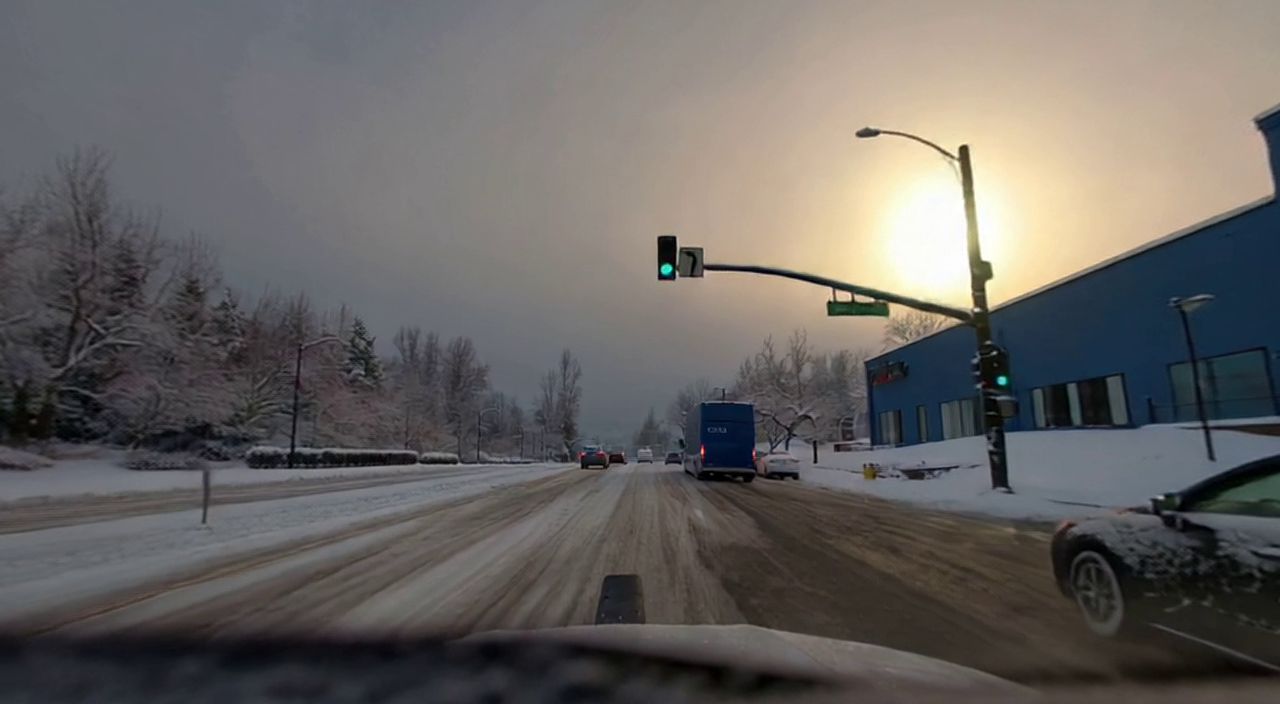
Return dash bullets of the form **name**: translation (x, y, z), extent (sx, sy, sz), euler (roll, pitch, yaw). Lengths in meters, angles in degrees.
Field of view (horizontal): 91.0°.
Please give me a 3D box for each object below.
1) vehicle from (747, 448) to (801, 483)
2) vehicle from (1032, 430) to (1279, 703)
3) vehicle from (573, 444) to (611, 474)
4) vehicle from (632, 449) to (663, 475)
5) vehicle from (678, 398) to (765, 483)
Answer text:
- **vehicle**: translation (6.980, 6.062, 33.252), extent (1.889, 1.417, 4.759), euler (-3, -14, 1)
- **vehicle**: translation (3.807, 0.954, 2.025), extent (1.915, 1.449, 4.970), euler (0, -9, 0)
- **vehicle**: translation (-3.125, 7.040, 41.725), extent (2.035, 1.867, 4.607), euler (-1, -9, 2)
- **vehicle**: translation (0.440, 6.894, 39.693), extent (1.846, 1.528, 4.348), euler (0, -9, 0)
- **vehicle**: translation (3.877, 4.654, 32.744), extent (3.003, 3.680, 10.684), euler (0, -9, 0)
